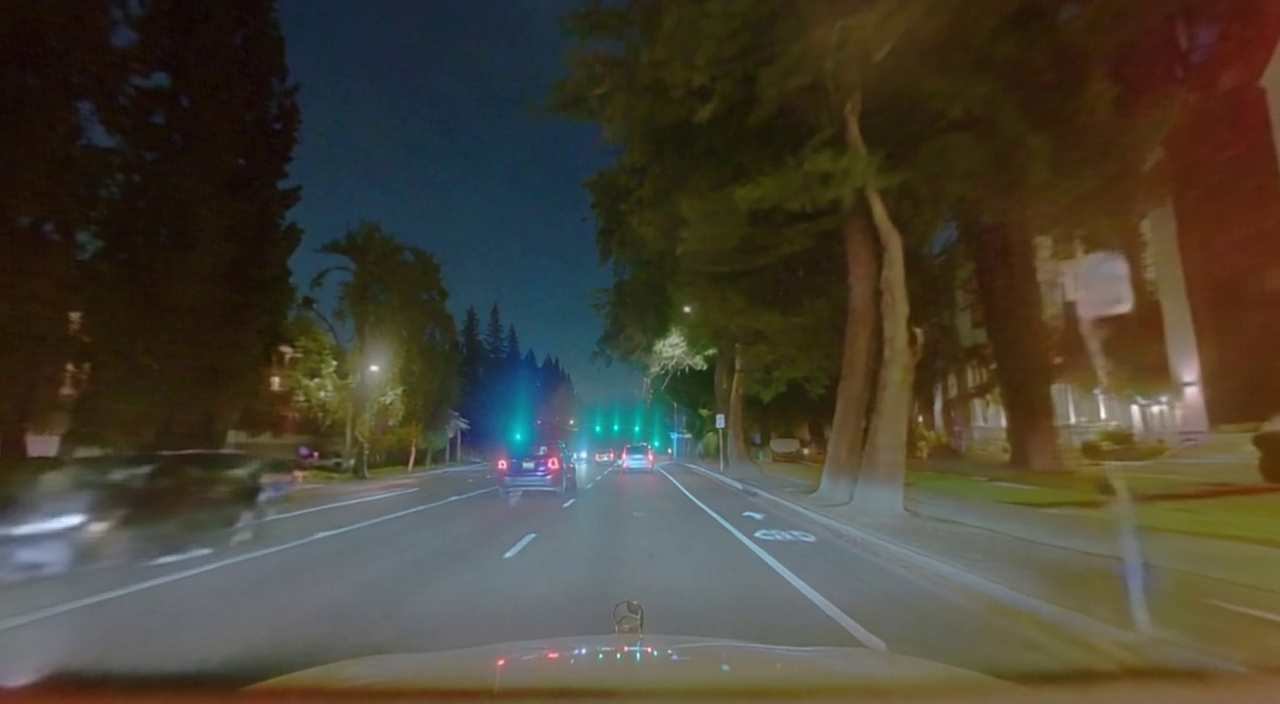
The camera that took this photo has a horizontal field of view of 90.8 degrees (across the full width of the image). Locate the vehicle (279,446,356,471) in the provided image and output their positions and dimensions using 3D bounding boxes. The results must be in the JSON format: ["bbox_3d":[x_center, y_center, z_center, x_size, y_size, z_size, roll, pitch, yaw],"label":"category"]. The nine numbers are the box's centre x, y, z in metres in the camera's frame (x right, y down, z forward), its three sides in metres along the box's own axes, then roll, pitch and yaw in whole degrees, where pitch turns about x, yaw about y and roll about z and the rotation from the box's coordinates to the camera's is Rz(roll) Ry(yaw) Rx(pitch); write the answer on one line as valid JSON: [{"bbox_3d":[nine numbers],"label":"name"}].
[{"bbox_3d":[-22.465,7.410,44.171,4.203,1.693,2.072,0,-8,0],"label":"vehicle"}]

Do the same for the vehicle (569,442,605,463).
[{"bbox_3d":[-3.870,7.455,47.027,2.268,1.522,4.350,0,-8,0],"label":"vehicle"}]

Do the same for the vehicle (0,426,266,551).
[{"bbox_3d":[-9.045,2.271,11.102,2.149,1.662,4.600,-4,-8,0],"label":"vehicle"}]

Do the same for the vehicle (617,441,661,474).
[{"bbox_3d":[-0.076,5.189,31.385,2.062,1.518,3.901,0,-8,0],"label":"vehicle"}]

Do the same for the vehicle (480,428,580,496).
[{"bbox_3d":[-3.146,3.254,19.059,2.157,1.771,4.452,0,-8,1],"label":"vehicle"}]
